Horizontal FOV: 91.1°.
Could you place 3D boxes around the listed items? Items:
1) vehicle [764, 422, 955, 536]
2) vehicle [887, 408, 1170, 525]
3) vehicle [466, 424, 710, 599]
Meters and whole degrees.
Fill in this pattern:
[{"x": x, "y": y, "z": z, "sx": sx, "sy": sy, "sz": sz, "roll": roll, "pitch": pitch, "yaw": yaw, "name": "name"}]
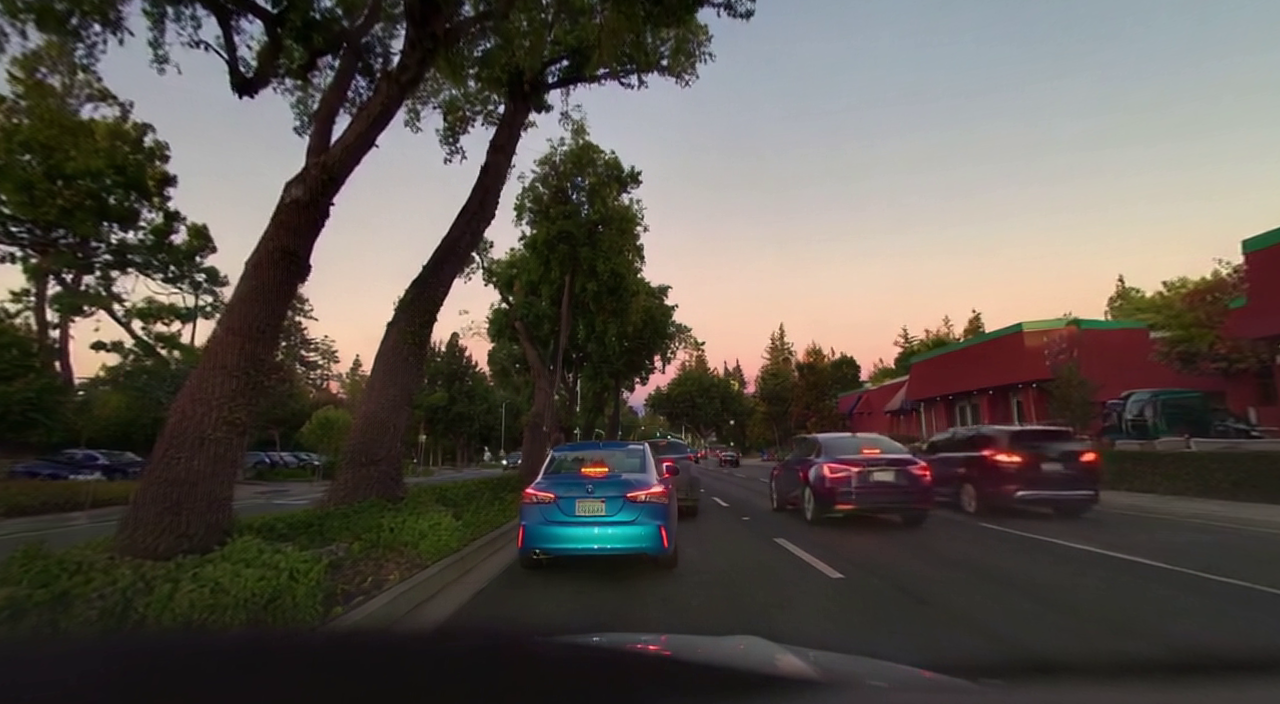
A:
[{"x": 3.631, "y": 2.176, "z": 11.338, "sx": 1.946, "sy": 1.648, "sz": 4.230, "roll": 0, "pitch": -9, "yaw": 1, "name": "vehicle"}, {"x": 7.270, "y": 2.237, "z": 12.759, "sx": 2.253, "sy": 1.854, "sz": 5.409, "roll": 0, "pitch": -9, "yaw": 0, "name": "vehicle"}, {"x": -0.480, "y": 1.693, "z": 7.532, "sx": 2.111, "sy": 1.506, "sz": 4.018, "roll": 0, "pitch": -9, "yaw": -1, "name": "vehicle"}]
